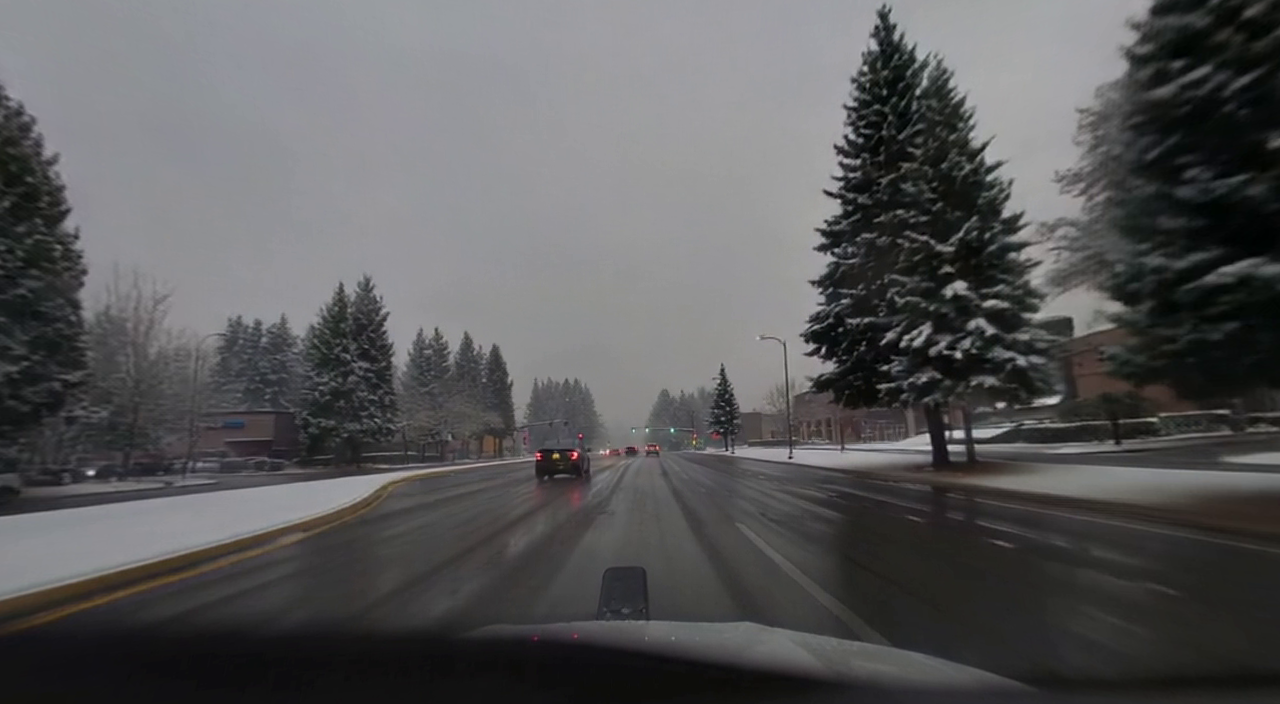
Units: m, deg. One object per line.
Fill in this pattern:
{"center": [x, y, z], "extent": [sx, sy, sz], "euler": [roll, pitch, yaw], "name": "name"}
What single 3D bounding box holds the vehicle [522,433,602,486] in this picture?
{"center": [-2.626, 3.770, 22.384], "extent": [2.121, 1.656, 4.559], "euler": [-1, -8, 1], "name": "vehicle"}
